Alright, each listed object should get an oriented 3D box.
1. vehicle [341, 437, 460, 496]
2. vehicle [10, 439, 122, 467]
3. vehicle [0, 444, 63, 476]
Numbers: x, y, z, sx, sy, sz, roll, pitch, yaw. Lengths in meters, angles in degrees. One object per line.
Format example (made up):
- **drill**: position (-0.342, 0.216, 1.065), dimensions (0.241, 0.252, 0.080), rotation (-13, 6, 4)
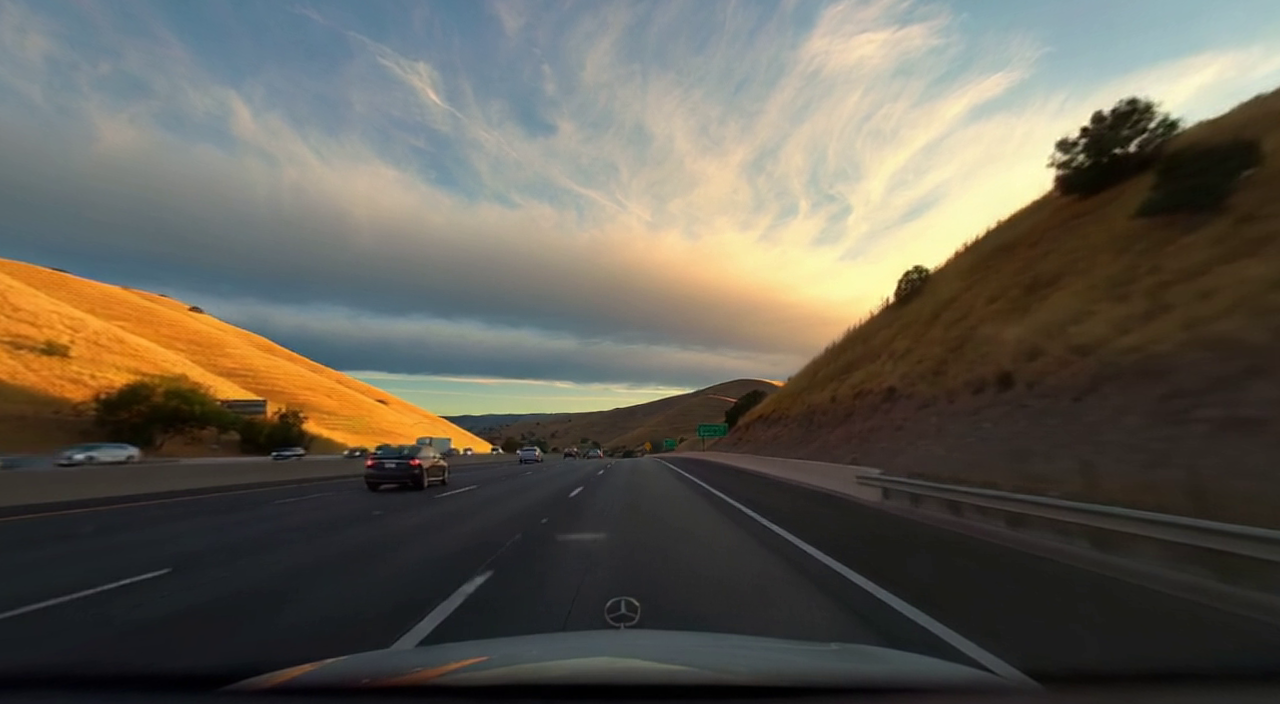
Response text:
- **vehicle**: position (-7.304, 3.528, 19.740), dimensions (2.045, 1.624, 4.338), rotation (0, -9, 0)
- **vehicle**: position (-38.711, 6.823, 42.720), dimensions (2.190, 1.756, 5.847), rotation (0, -9, -2)
- **vehicle**: position (-30.637, 5.169, 30.194), dimensions (2.016, 1.473, 4.121), rotation (0, -9, -2)
